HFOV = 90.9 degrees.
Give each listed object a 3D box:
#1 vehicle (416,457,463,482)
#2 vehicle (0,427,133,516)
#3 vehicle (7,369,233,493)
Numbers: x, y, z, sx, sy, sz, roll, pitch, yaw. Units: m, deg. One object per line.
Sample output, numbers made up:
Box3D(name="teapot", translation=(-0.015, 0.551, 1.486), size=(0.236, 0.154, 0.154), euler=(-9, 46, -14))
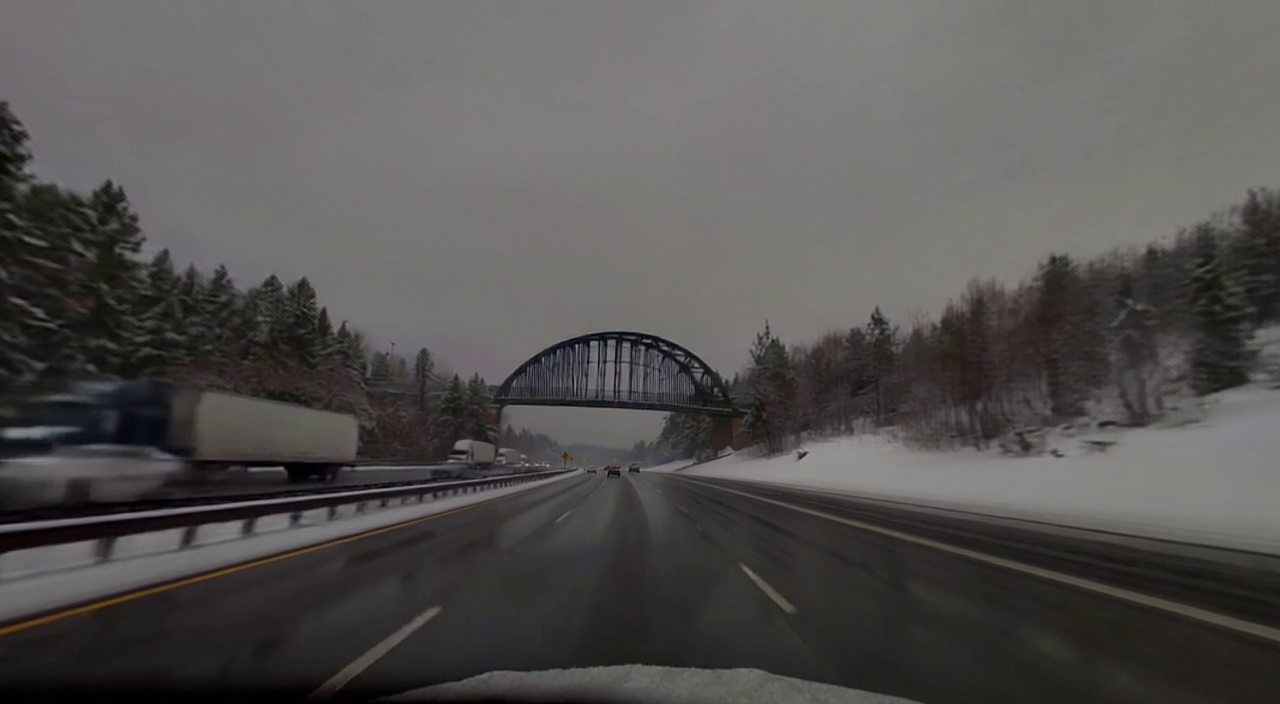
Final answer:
Box3D(name="vehicle", translation=(-12.967, 7.628, 40.938), size=(1.834, 1.464, 3.783), euler=(1, -10, -1))
Box3D(name="vehicle", translation=(-12.061, 2.185, 11.566), size=(1.875, 1.516, 4.293), euler=(1, -10, 0))
Box3D(name="vehicle", translation=(-18.700, 3.065, 23.354), size=(2.942, 3.979, 5.819), euler=(0, -10, 2))
